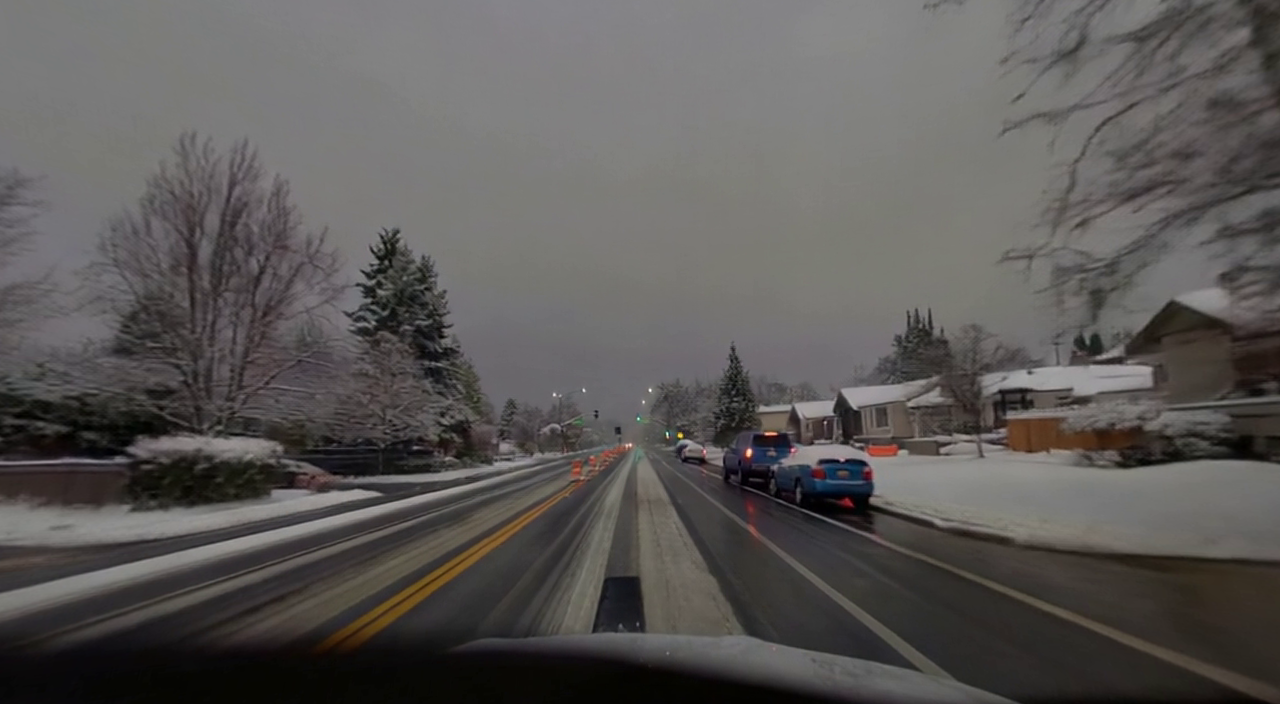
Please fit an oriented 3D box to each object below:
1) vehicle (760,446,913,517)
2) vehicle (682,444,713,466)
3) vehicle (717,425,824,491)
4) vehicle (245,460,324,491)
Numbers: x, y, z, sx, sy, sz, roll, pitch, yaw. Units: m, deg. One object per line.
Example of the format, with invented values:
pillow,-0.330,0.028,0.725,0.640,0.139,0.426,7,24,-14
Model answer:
vehicle,4.163,2.799,14.297,1.928,1.333,4.586,0,-8,-1
vehicle,4.016,7.240,44.501,1.870,1.441,4.539,0,-8,1
vehicle,4.146,3.464,21.046,2.255,1.914,4.967,0,-8,-3
vehicle,-20.156,7.009,36.088,2.015,1.444,4.958,-1,-8,-5
